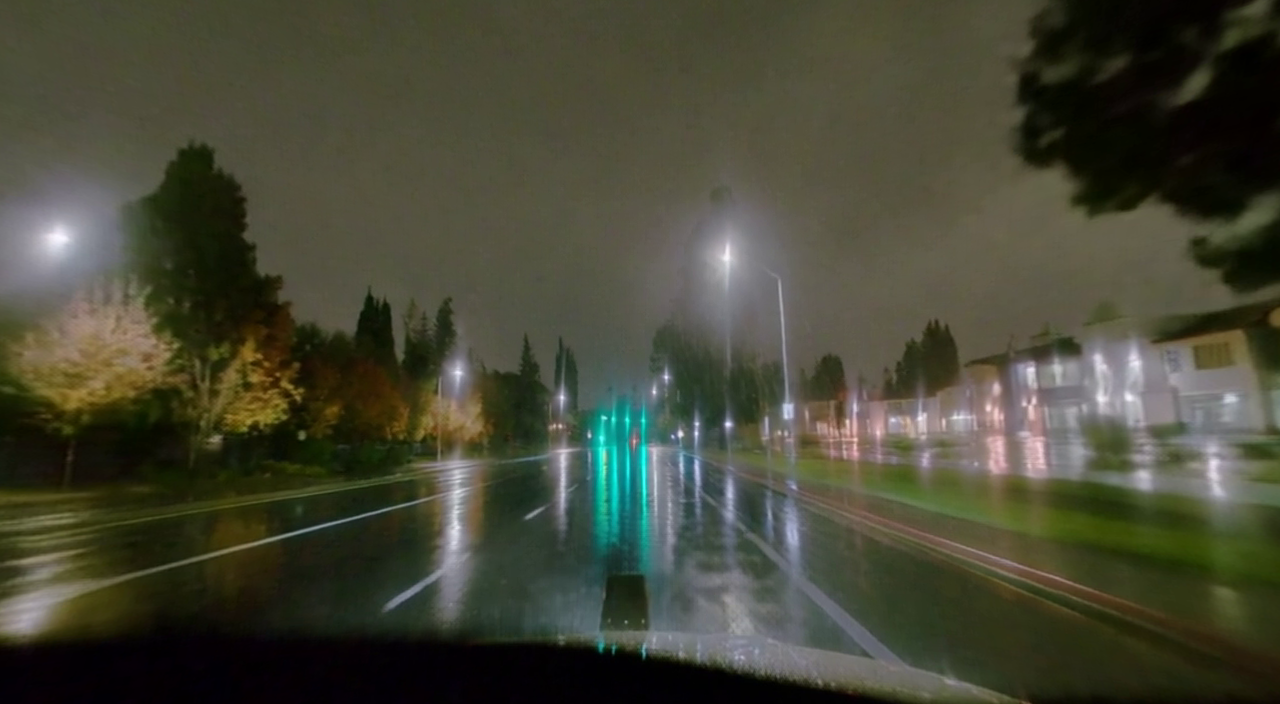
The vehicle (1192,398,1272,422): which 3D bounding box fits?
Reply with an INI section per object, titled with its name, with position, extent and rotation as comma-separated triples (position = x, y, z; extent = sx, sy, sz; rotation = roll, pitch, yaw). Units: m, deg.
[vehicle]
position = 40.352, 4.003, 43.089
extent = 1.789, 1.499, 3.777
rotation = -1, -8, 1
